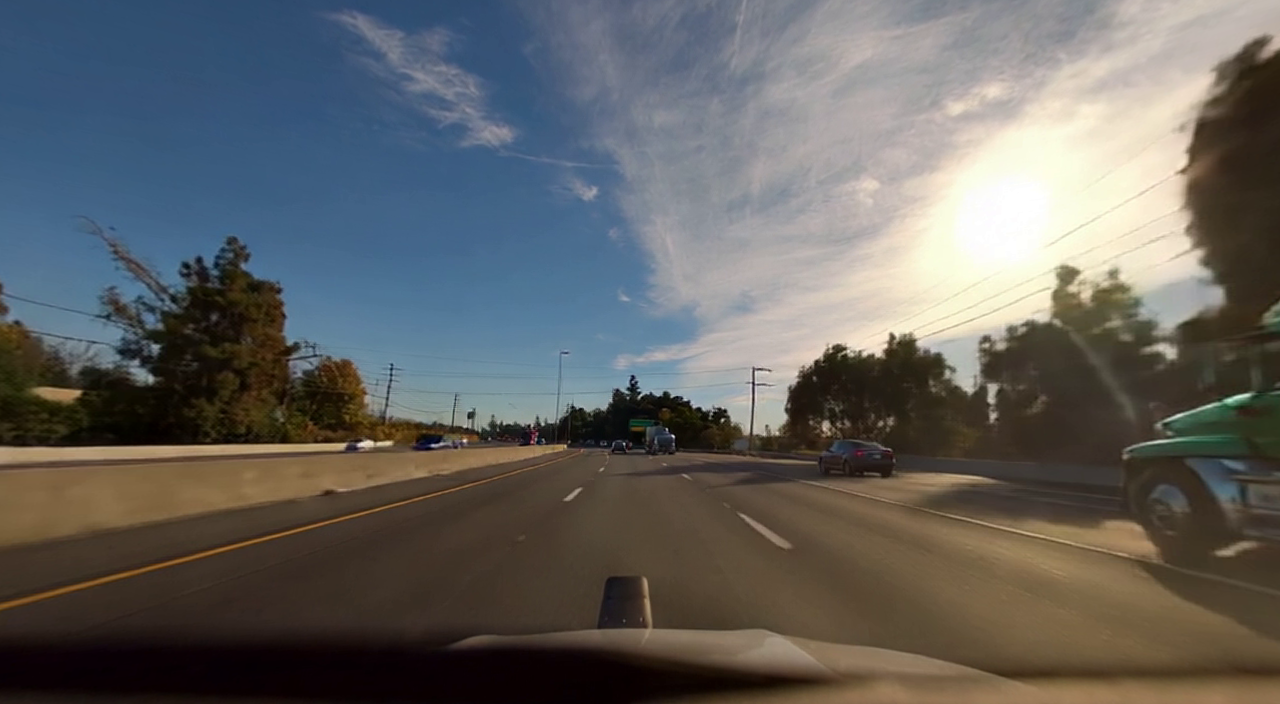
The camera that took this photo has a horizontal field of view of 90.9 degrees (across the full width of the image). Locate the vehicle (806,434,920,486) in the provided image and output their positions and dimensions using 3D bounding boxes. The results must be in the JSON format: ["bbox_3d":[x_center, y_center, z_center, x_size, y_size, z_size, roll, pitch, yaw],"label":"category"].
[{"bbox_3d":[7.015,3.427,20.400,1.905,1.480,4.624,0,-8,-1],"label":"vehicle"}]

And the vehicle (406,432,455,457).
[{"bbox_3d":[-14.492,6.428,43.834,1.954,1.578,4.562,0,-8,-1],"label":"vehicle"}]
